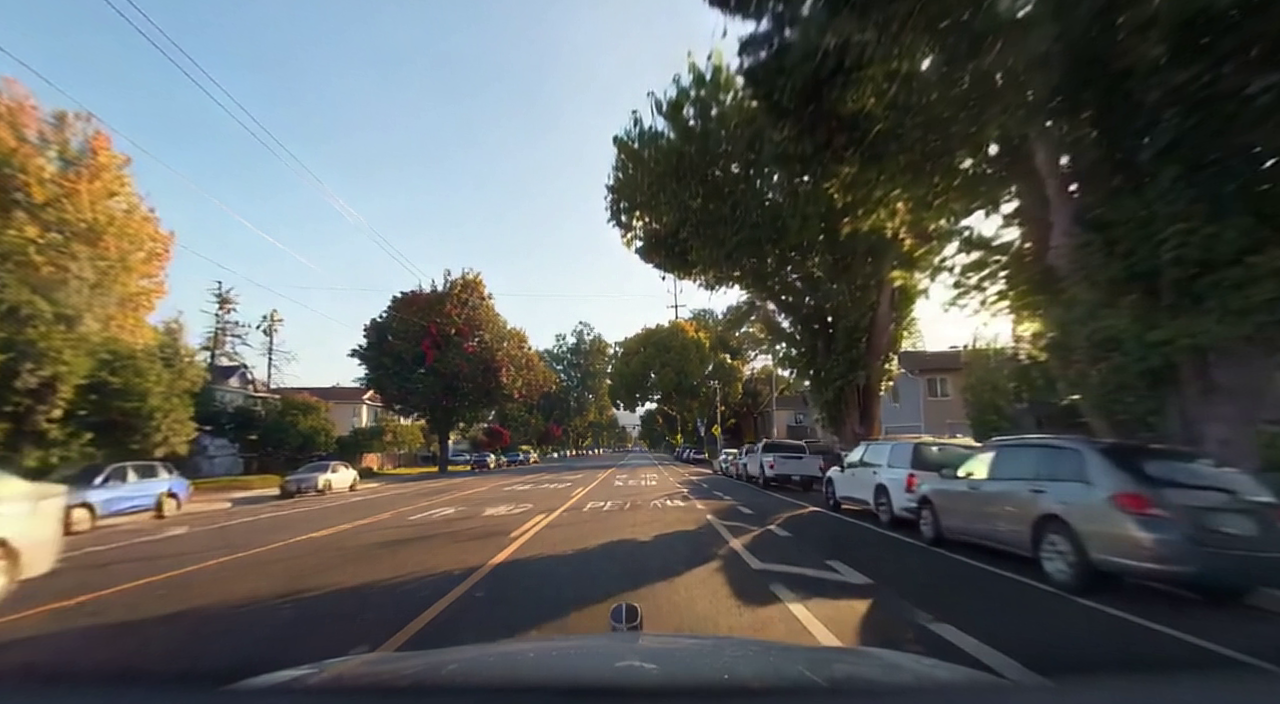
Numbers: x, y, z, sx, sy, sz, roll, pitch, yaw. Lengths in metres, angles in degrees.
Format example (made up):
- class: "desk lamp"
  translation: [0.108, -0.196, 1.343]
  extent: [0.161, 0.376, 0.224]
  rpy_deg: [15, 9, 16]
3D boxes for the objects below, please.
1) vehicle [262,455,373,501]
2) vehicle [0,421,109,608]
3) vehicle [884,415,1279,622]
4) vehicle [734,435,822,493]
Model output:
- class: "vehicle"
  translation: [-12.150, 4.744, 24.096]
  extent: [1.865, 1.479, 4.325]
  rpy_deg: [0, -8, 2]
- class: "vehicle"
  translation: [-6.861, 1.334, 4.699]
  extent: [1.957, 1.700, 4.318]
  rpy_deg: [0, -8, 0]
- class: "vehicle"
  translation: [4.955, 1.775, 7.790]
  extent: [1.962, 1.748, 4.659]
  rpy_deg: [0, -8, 0]
- class: "vehicle"
  translation: [5.003, 4.117, 23.570]
  extent: [2.123, 1.928, 4.752]
  rpy_deg: [0, -8, -1]
